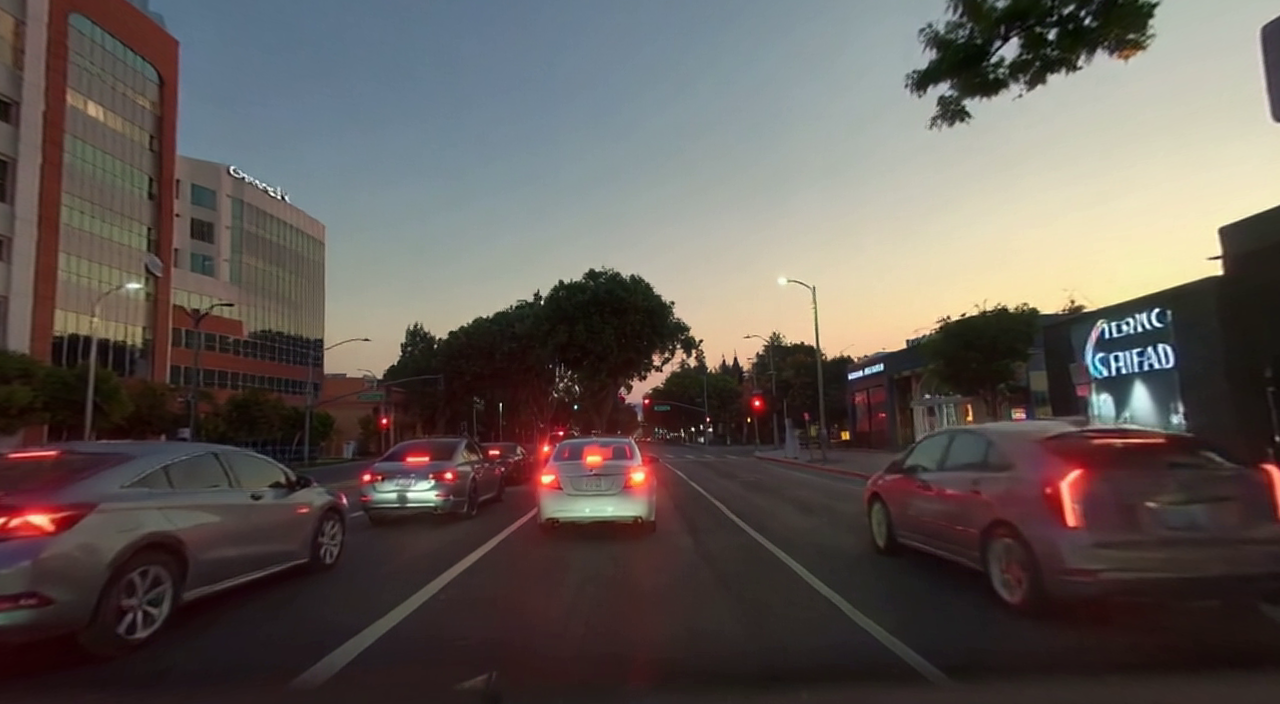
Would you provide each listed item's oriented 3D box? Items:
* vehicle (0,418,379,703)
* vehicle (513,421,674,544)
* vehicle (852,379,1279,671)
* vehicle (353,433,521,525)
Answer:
[{"bbox_3d":[-4.127,1.383,5.247,2.020,1.457,4.496,0,-8,0],"label":"vehicle"},{"bbox_3d":[-0.617,1.963,10.091,2.042,1.555,3.912,0,-8,-1],"label":"vehicle"},{"bbox_3d":[3.780,1.299,5.819,2.097,1.651,4.300,0,-9,-1],"label":"vehicle"},{"bbox_3d":[-3.734,2.400,12.480,1.950,1.487,4.130,0,-9,0],"label":"vehicle"}]
